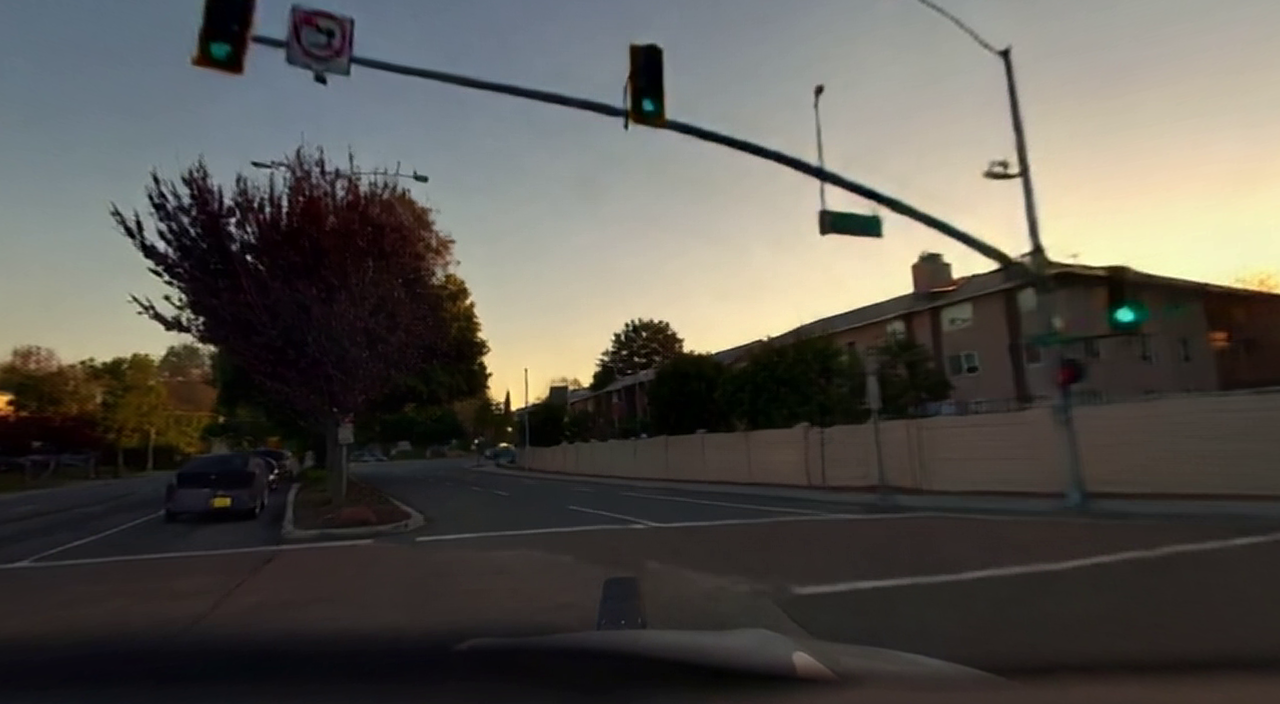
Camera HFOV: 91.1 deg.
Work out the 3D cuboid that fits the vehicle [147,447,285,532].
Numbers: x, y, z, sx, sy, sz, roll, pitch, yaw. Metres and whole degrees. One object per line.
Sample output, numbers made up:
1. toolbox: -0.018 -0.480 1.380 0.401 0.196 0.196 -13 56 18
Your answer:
1. vehicle: -9.192 2.905 14.027 1.912 1.464 4.652 3 -9 -27
